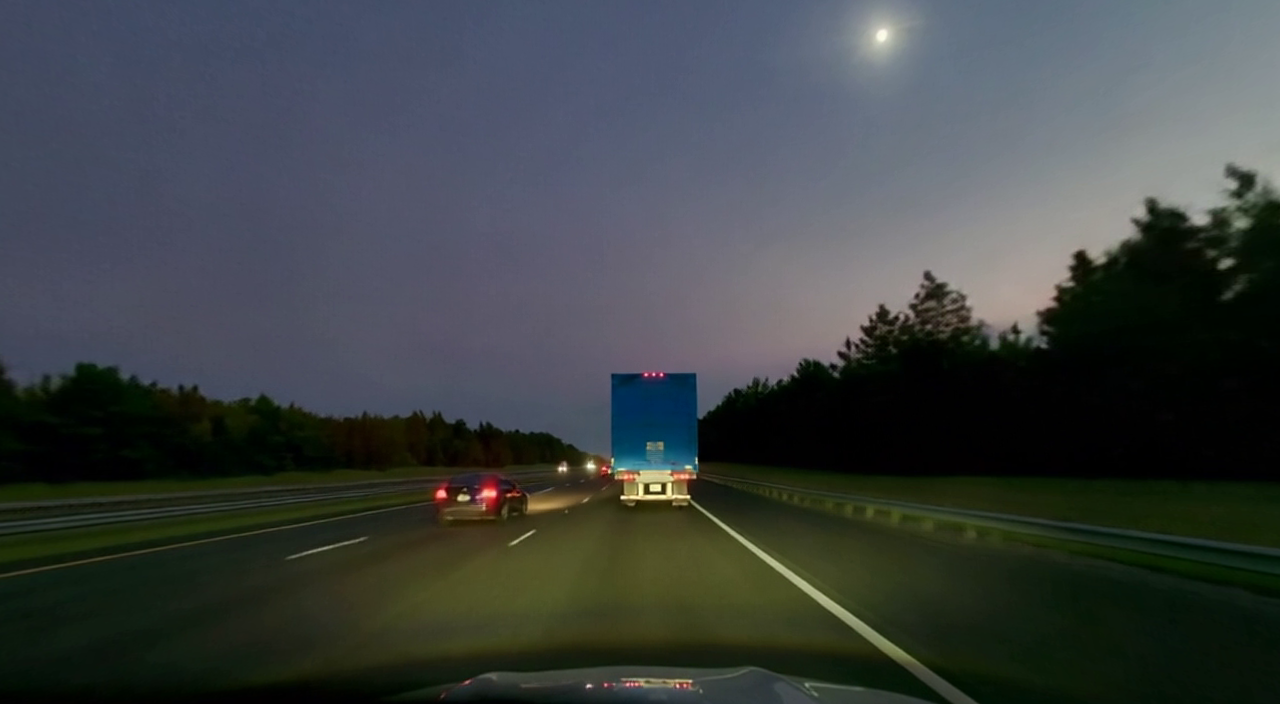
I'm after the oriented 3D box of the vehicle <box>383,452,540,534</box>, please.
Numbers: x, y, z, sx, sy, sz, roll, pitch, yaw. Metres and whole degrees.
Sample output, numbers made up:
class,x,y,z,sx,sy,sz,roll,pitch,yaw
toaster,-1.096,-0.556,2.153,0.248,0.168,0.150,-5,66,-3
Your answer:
class,x,y,z,sx,sy,sz,roll,pitch,yaw
vehicle,-3.782,3.135,14.446,2.079,1.506,4.821,0,-10,1

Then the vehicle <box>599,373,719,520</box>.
class,x,y,z,sx,sy,sz,roll,pitch,yaw
vehicle,0.514,3.238,20.800,3.008,3.678,9.512,1,-10,0
